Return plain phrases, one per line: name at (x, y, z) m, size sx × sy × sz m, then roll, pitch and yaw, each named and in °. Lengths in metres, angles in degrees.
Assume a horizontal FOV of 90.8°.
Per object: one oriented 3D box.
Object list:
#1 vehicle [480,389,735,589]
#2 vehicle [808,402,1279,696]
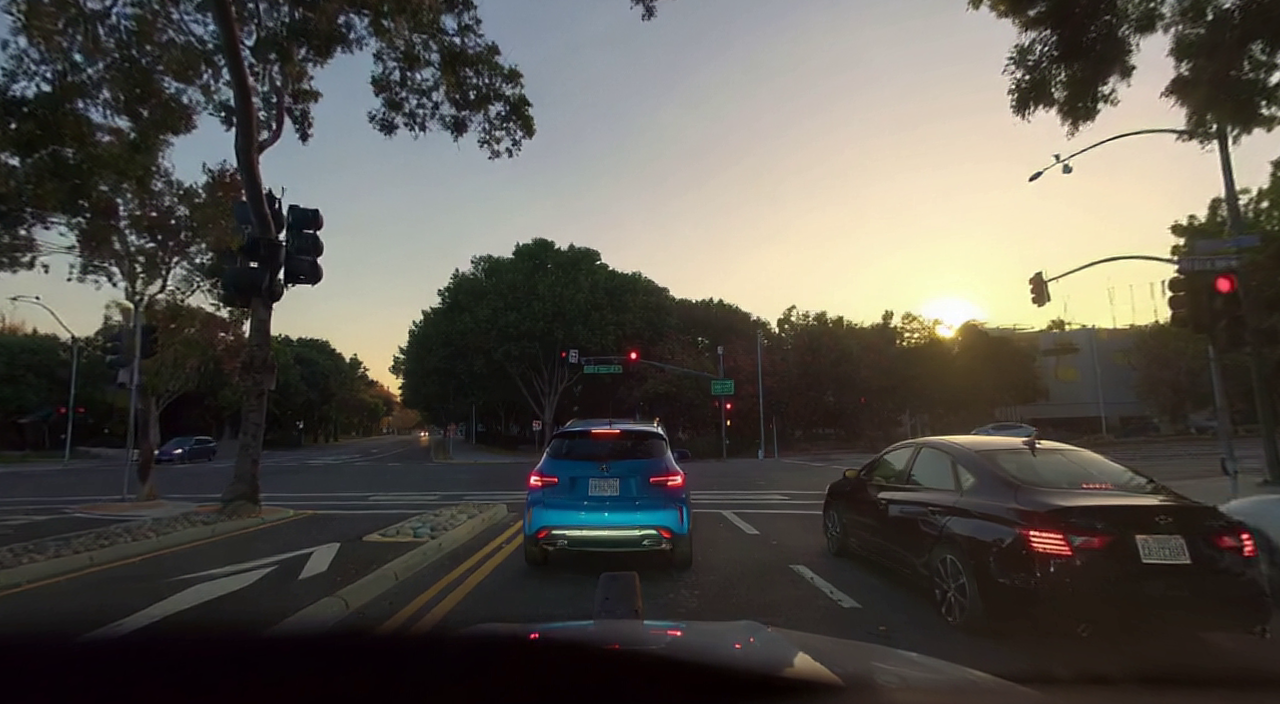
vehicle at (-0.347, 1.526, 7.794) m, size 2.247 × 1.760 × 4.231 m, roll 0°, pitch -9°, yaw -2°
vehicle at (3.161, 1.400, 5.765) m, size 1.932 × 1.562 × 4.629 m, roll 0°, pitch -9°, yaw 0°
